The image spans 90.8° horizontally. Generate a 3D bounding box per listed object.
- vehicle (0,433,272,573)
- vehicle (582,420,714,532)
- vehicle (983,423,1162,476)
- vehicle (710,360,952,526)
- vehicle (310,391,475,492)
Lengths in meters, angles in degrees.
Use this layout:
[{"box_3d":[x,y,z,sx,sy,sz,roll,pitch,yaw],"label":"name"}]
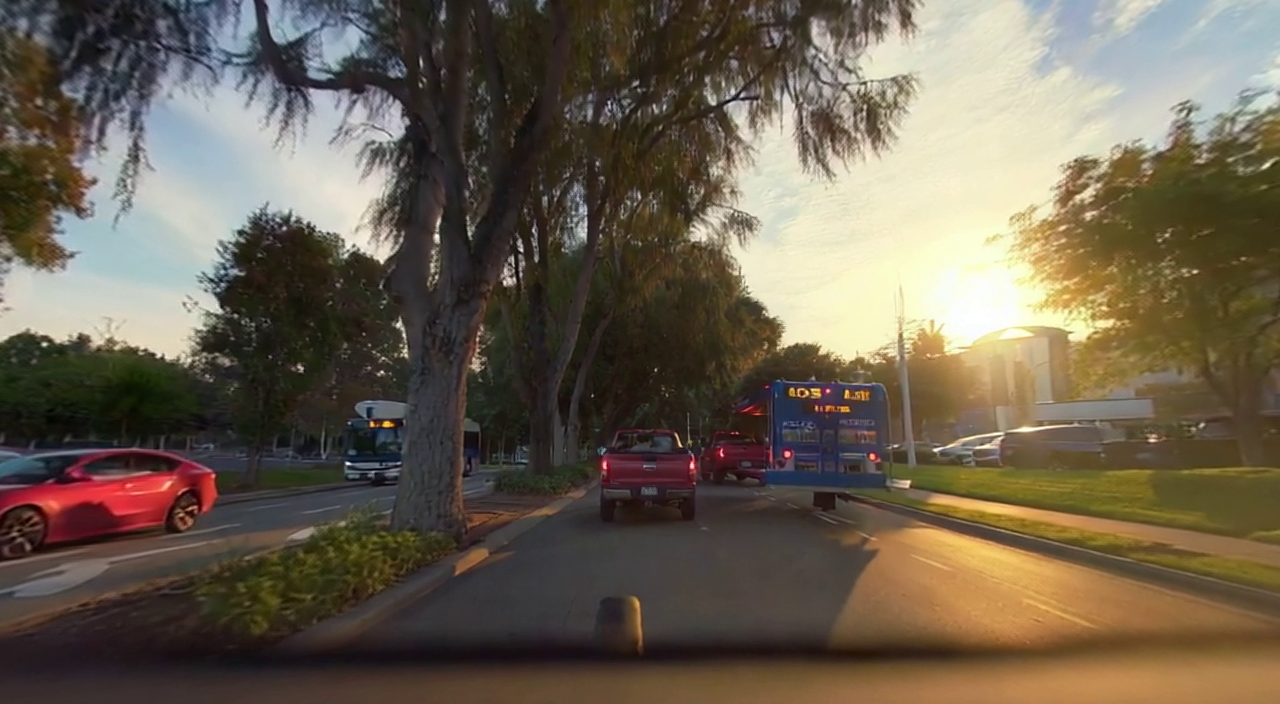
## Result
[{"box_3d":[-8.448,2.234,10.276,2.028,1.728,4.630,0,-8,1],"label":"vehicle"},{"box_3d":[0.103,2.478,13.368,2.157,1.816,5.804,0,-8,-1],"label":"vehicle"},{"box_3d":[14.542,3.306,21.479,4.452,1.554,2.158,-2,-8,-1],"label":"vehicle"},{"box_3d":[4.083,2.433,16.939,3.088,3.057,10.503,0,-8,-1],"label":"vehicle"},{"box_3d":[-11.541,4.517,31.640,2.996,4.022,12.692,0,-8,1],"label":"vehicle"}]
